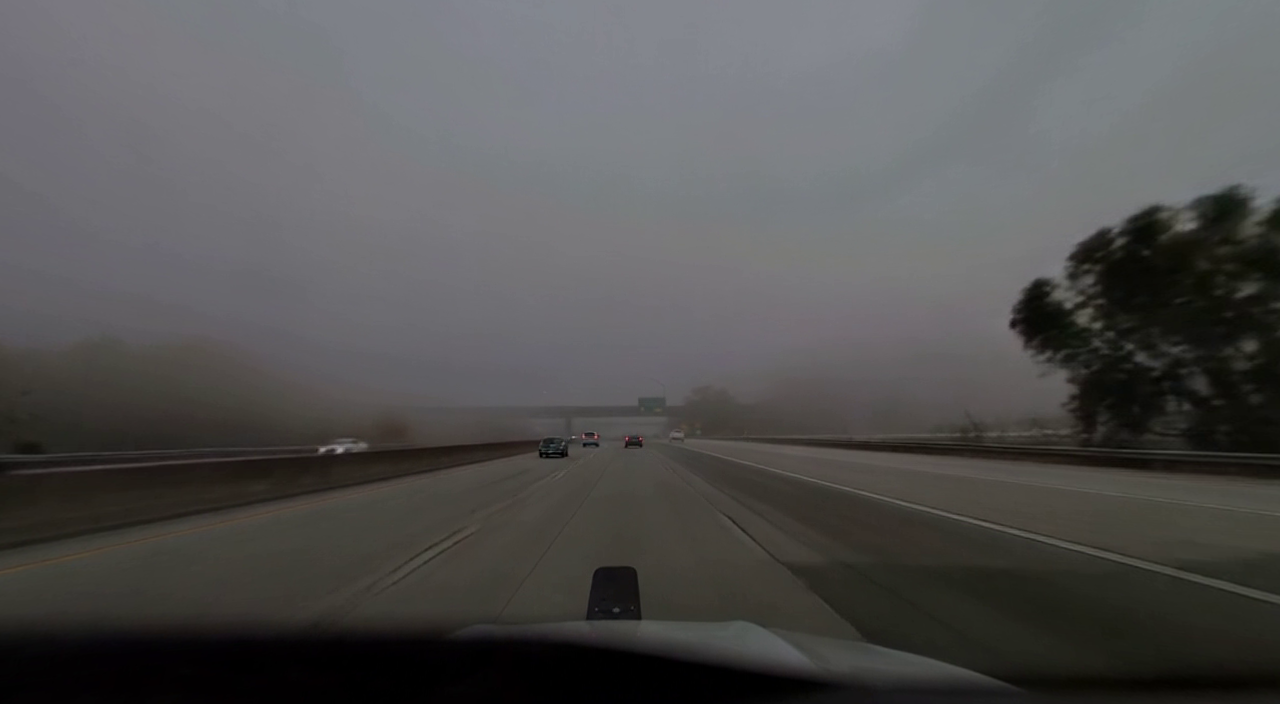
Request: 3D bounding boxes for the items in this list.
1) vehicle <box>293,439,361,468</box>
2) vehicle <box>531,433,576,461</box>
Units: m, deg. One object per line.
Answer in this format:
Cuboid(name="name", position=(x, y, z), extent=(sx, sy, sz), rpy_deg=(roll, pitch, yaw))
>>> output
Cuboid(name="vehicle", position=(-17.682, 5.727, 35.849), extent=(1.741, 1.522, 4.178), rpy_deg=(0, -8, 0))
Cuboid(name="vehicle", position=(-4.808, 5.338, 35.485), extent=(1.933, 1.473, 4.023), rpy_deg=(0, -8, 0))
